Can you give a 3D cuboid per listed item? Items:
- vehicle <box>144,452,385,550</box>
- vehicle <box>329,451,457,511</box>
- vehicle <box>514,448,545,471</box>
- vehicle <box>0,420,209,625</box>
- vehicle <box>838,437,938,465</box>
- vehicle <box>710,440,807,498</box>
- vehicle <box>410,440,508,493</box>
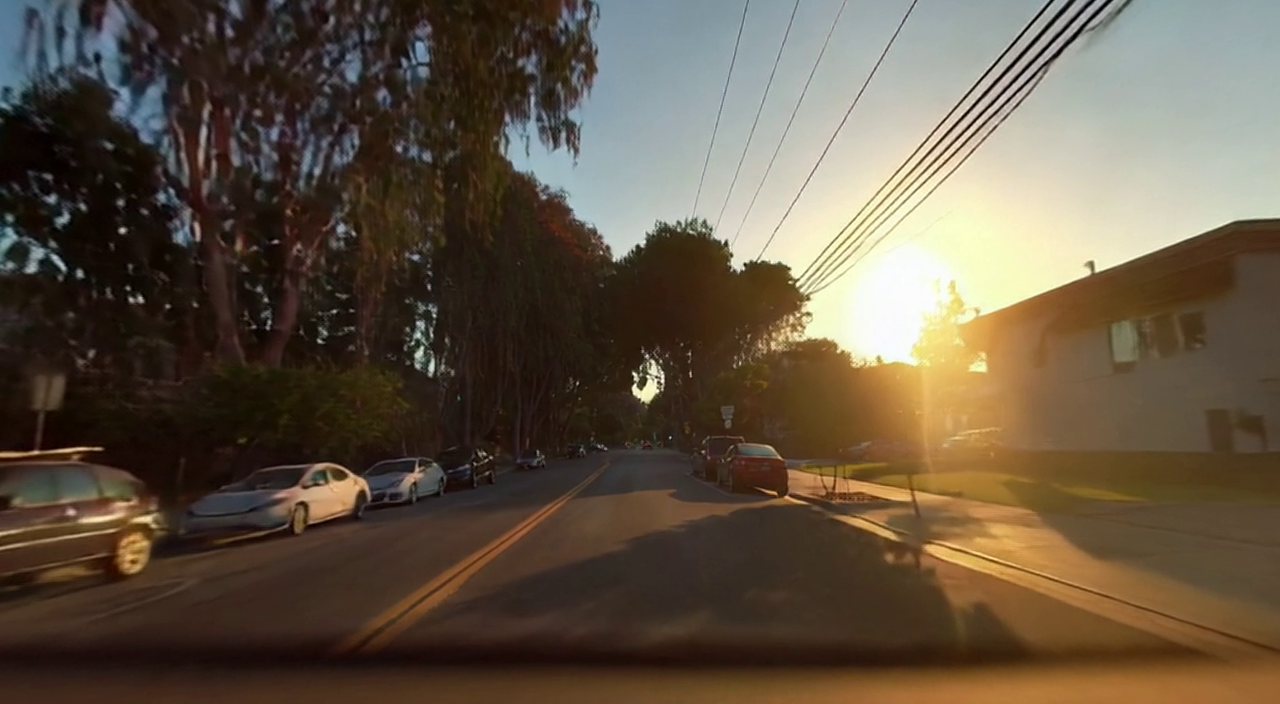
[{"bbox_3d":[-6.853,2.713,12.285,1.860,1.469,4.573,0,-8,0],"label":"vehicle"},{"bbox_3d":[-6.885,3.604,18.209,1.854,1.460,4.582,0,-8,-1],"label":"vehicle"},{"bbox_3d":[-7.699,7.500,44.237,1.902,1.456,4.451,1,-9,-7],"label":"vehicle"},{"bbox_3d":[-6.738,1.620,6.241,1.963,1.820,4.297,0,-8,-2],"label":"vehicle"},{"bbox_3d":[16.122,6.464,41.278,5.662,1.761,2.050,0,-8,0],"label":"vehicle"},{"bbox_3d":[3.288,3.342,18.479,1.869,1.453,4.237,0,-8,-2],"label":"vehicle"},{"bbox_3d":[-6.806,4.350,24.475,2.151,1.789,5.482,0,-8,0],"label":"vehicle"}]
